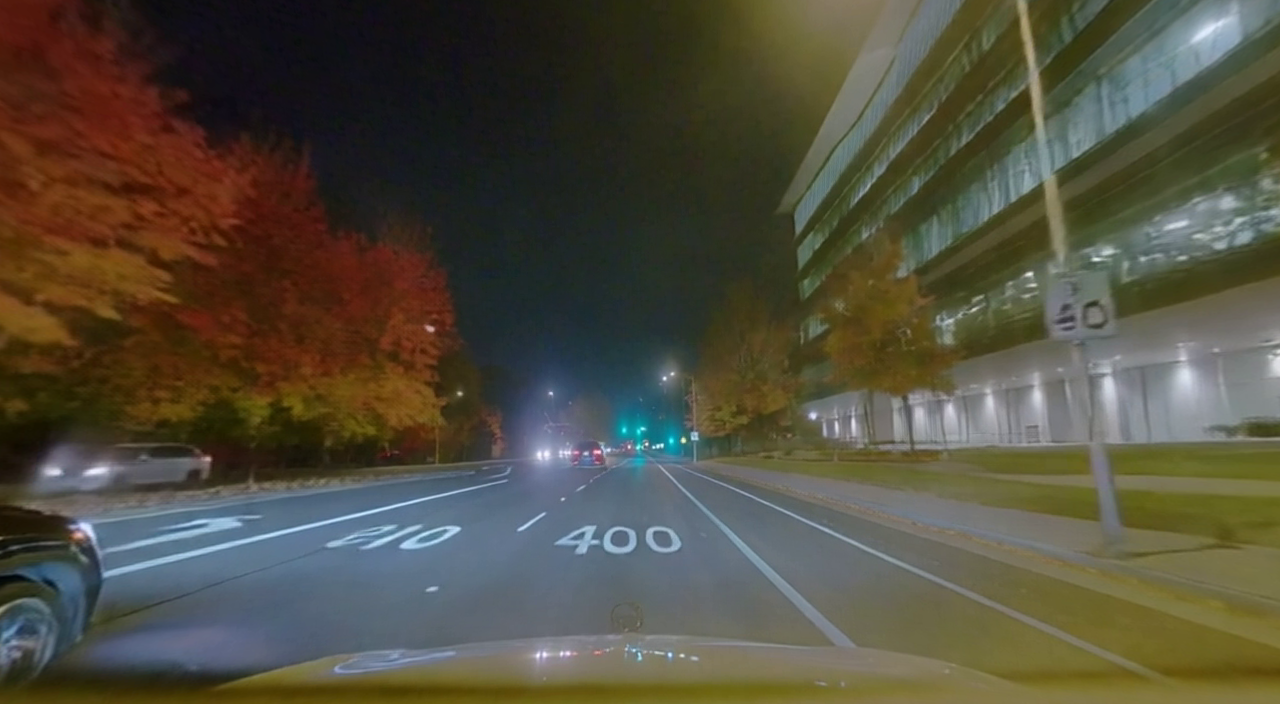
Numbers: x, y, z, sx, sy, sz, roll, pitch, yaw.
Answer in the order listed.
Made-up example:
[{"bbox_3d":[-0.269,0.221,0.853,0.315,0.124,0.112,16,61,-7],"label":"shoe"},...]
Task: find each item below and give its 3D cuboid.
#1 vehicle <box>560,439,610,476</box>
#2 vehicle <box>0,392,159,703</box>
[{"bbox_3d":[-2.853,5.617,33.730,2.112,1.779,4.489,0,-9,2],"label":"vehicle"},{"bbox_3d":[-3.778,0.740,1.424,1.923,1.528,4.309,0,-9,0],"label":"vehicle"}]
